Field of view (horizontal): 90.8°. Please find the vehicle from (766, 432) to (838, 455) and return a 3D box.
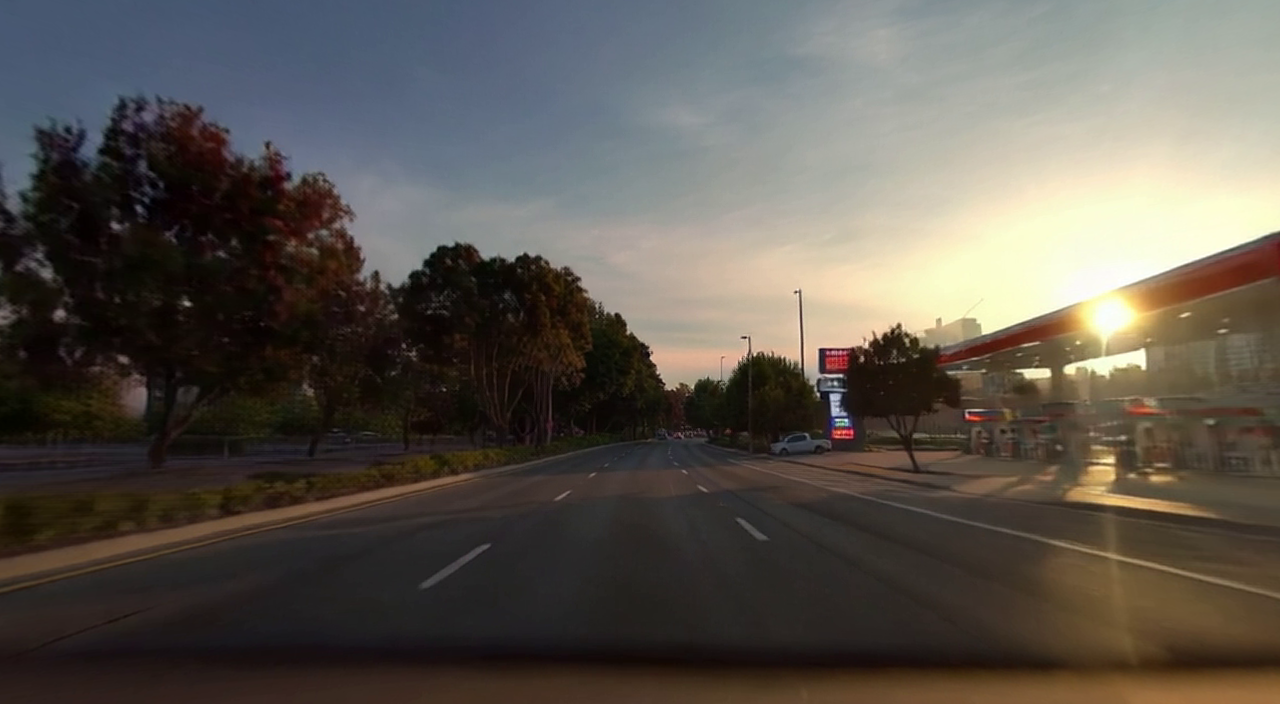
[{"bbox_3d":[11.376,6.457,44.556,4.476,1.629,1.953,0,-8,-2],"label":"vehicle"}]
